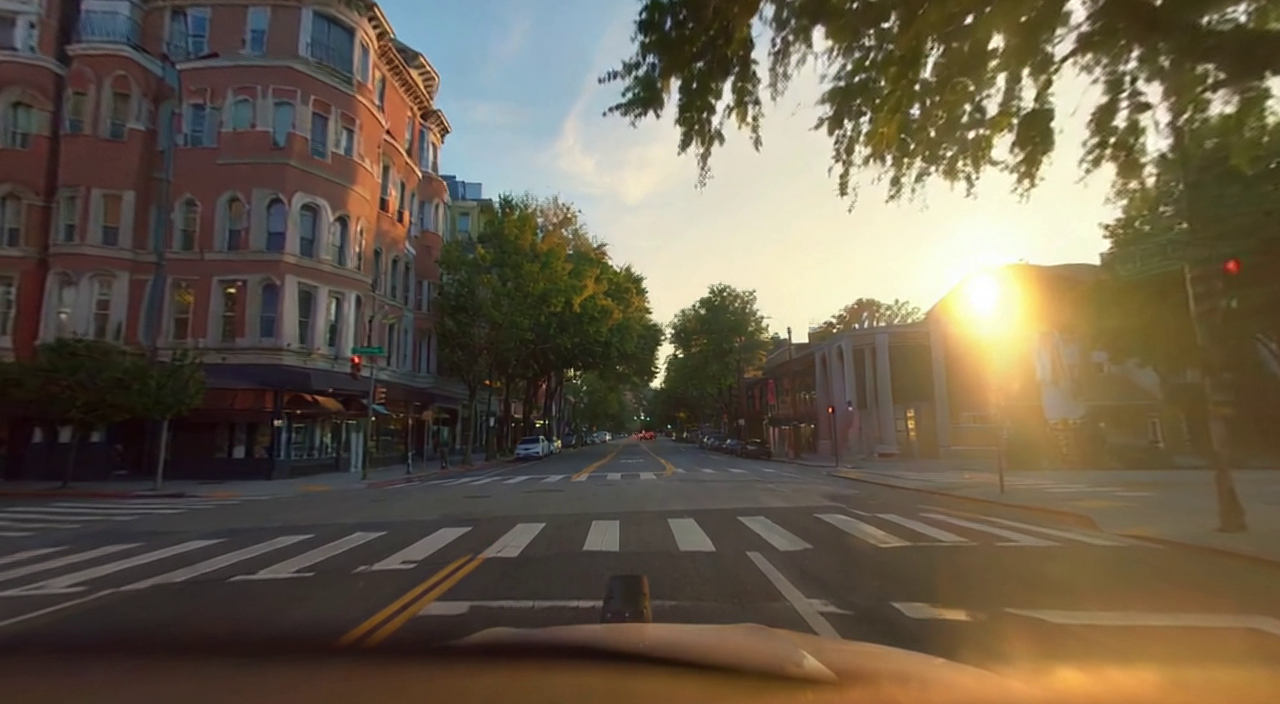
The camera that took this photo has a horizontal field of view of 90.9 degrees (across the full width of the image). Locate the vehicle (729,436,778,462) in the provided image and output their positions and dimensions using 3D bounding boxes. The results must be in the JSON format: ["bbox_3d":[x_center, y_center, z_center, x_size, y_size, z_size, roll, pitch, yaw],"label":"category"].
[{"bbox_3d":[6.903,5.948,38.816,1.997,1.510,4.455,1,-8,-2],"label":"vehicle"}]

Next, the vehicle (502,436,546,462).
[{"bbox_3d":[-7.275,6.128,39.965,2.127,1.533,4.547,-1,-8,-3],"label":"vehicle"}]
